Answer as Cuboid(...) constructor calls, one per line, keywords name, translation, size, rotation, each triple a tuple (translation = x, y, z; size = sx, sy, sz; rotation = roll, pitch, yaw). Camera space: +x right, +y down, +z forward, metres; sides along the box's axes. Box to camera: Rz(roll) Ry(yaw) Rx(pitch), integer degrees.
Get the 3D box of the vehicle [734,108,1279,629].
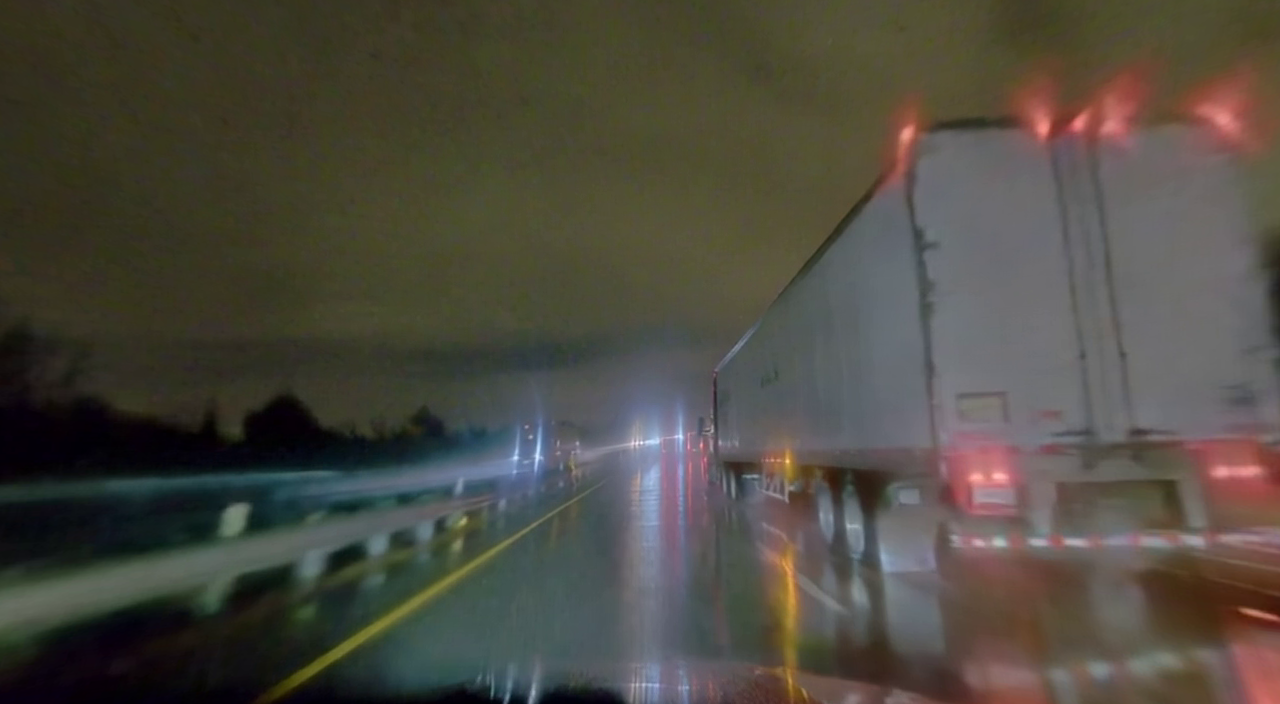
Cuboid(name="vehicle", translation=(4.044, 0.964, 11.035), size=(2.965, 4.028, 12.529), rotation=(0, -9, 1))
